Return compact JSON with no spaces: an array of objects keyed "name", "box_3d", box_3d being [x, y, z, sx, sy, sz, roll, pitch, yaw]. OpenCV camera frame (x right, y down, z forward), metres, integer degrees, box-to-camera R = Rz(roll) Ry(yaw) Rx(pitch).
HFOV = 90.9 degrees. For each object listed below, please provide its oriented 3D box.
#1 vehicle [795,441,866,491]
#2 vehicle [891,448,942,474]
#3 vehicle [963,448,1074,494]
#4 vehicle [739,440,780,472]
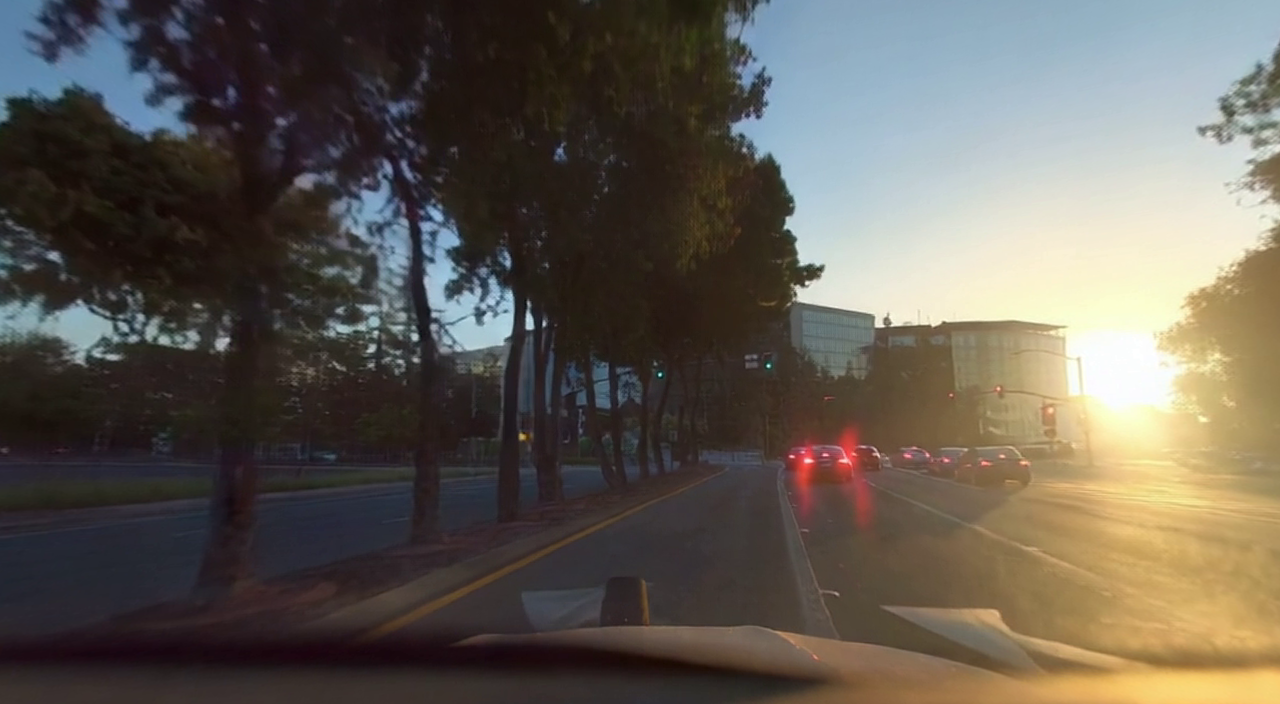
[{"name":"vehicle","box_3d":[6.741,4.038,22.744,2.078,1.578,4.107,-2,-9,12]},{"name":"vehicle","box_3d":[16.911,6.633,38.729,1.901,1.484,4.093,-2,-9,11]},{"name":"vehicle","box_3d":[13.026,4.074,22.036,1.884,1.422,4.262,-2,-9,11]},{"name":"vehicle","box_3d":[7.260,6.293,38.270,2.245,1.800,4.522,-2,-9,11]}]
